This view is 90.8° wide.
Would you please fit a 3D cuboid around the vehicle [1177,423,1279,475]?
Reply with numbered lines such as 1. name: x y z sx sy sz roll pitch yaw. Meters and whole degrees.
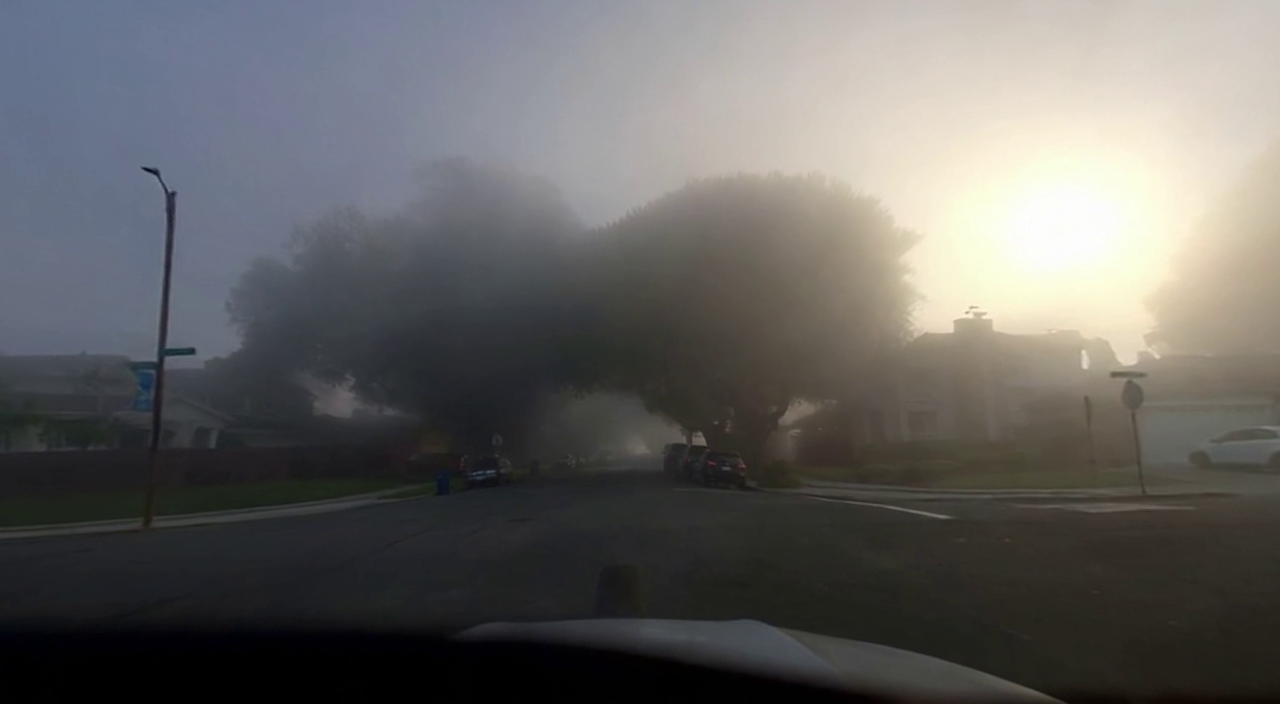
1. vehicle: 19.367 2.964 19.360 1.839 1.466 4.486 0 -9 0

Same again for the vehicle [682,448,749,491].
1. vehicle: 2.800 4.465 24.381 1.881 1.487 4.183 0 -9 -3

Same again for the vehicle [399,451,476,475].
1. vehicle: -13.415 7.346 42.027 4.423 1.522 1.961 0 -9 -1
